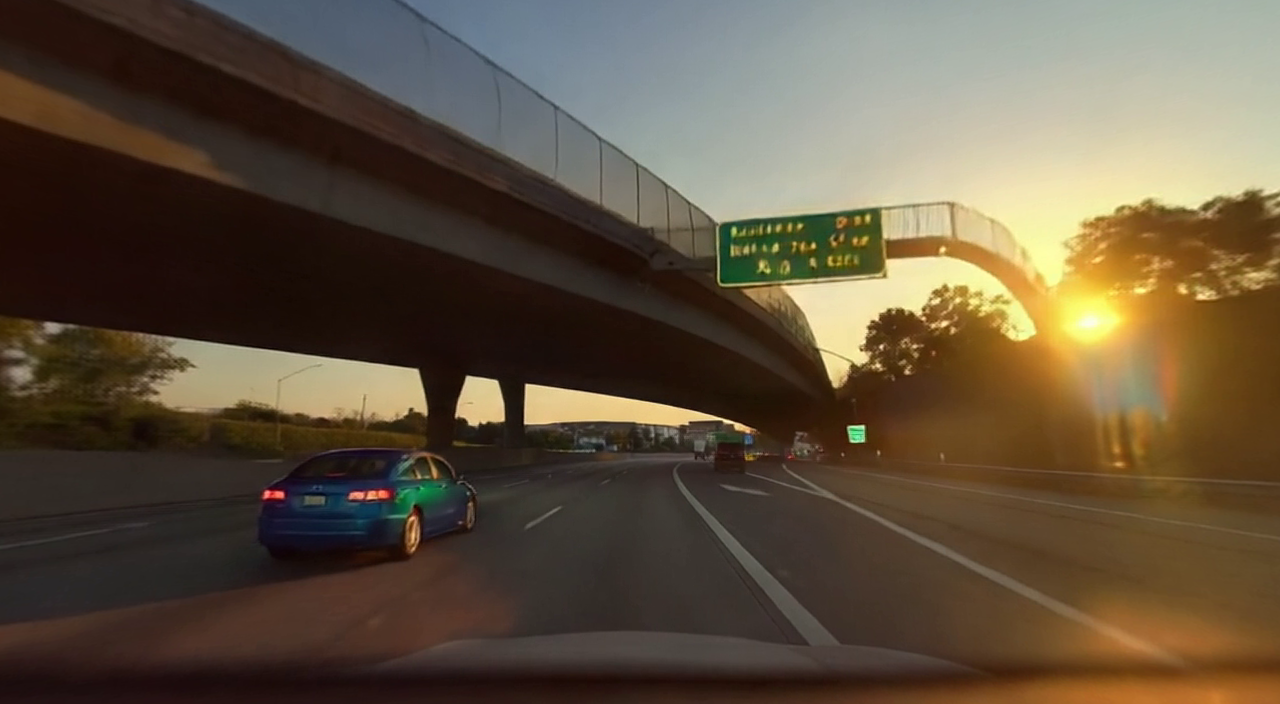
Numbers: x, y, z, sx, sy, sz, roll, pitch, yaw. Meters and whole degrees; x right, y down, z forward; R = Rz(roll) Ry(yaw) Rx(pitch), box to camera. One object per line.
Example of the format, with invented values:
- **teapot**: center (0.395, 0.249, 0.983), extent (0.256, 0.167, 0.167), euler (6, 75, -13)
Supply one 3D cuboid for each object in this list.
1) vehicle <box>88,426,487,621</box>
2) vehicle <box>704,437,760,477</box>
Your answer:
- **vehicle**: center (-3.287, 1.677, 7.151), extent (1.937, 1.490, 4.372), euler (0, -9, 1)
- **vehicle**: center (4.487, 5.204, 31.431), extent (2.225, 1.833, 4.340), euler (0, -9, 1)
